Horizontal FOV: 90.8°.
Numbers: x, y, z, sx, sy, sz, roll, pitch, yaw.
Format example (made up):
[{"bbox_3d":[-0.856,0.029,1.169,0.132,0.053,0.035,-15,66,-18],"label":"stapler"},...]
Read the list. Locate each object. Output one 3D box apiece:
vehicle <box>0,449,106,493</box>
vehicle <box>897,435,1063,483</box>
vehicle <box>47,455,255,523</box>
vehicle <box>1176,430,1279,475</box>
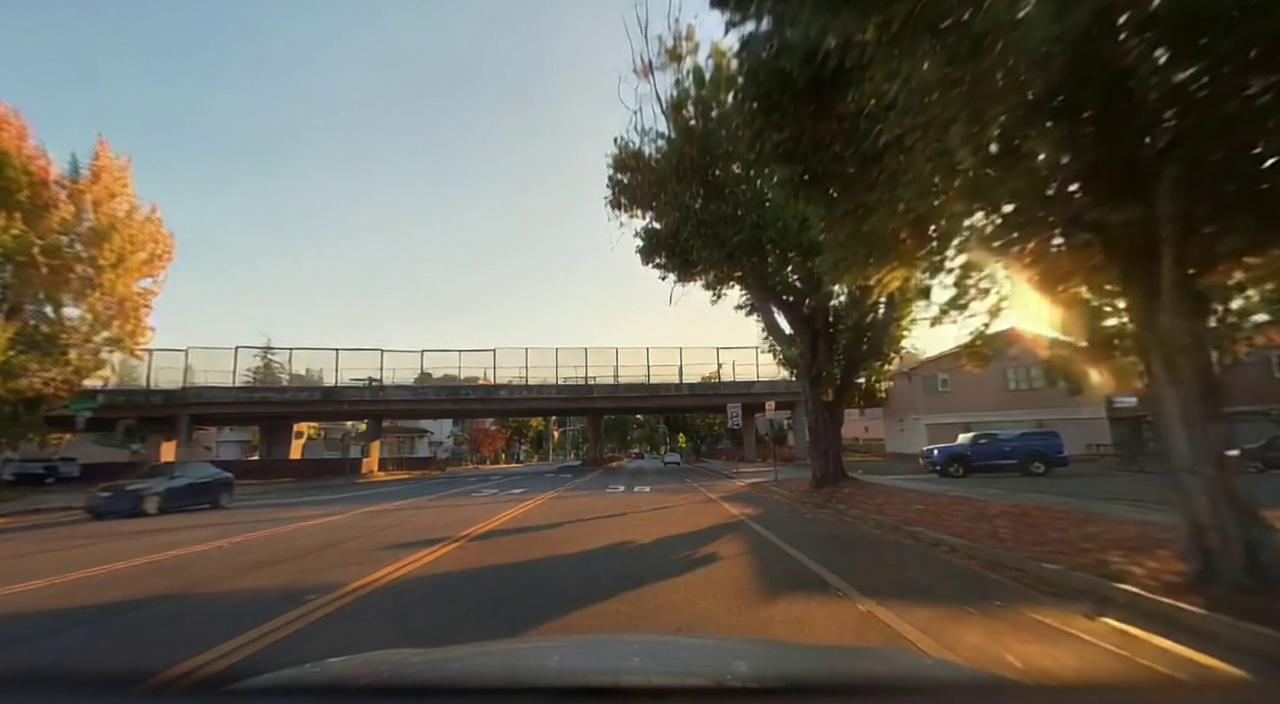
[{"bbox_3d":[-32.315,6.421,34.438,1.990,2.165,4.424,-2,-9,13],"label":"vehicle"},{"bbox_3d":[11.434,3.621,21.620,1.809,1.432,4.629,5,-10,-31],"label":"vehicle"},{"bbox_3d":[-13.182,3.678,17.544,1.972,1.551,4.755,0,-9,0],"label":"vehicle"},{"bbox_3d":[22.893,3.587,22.761,1.866,1.483,4.910,1,-11,-30],"label":"vehicle"}]
